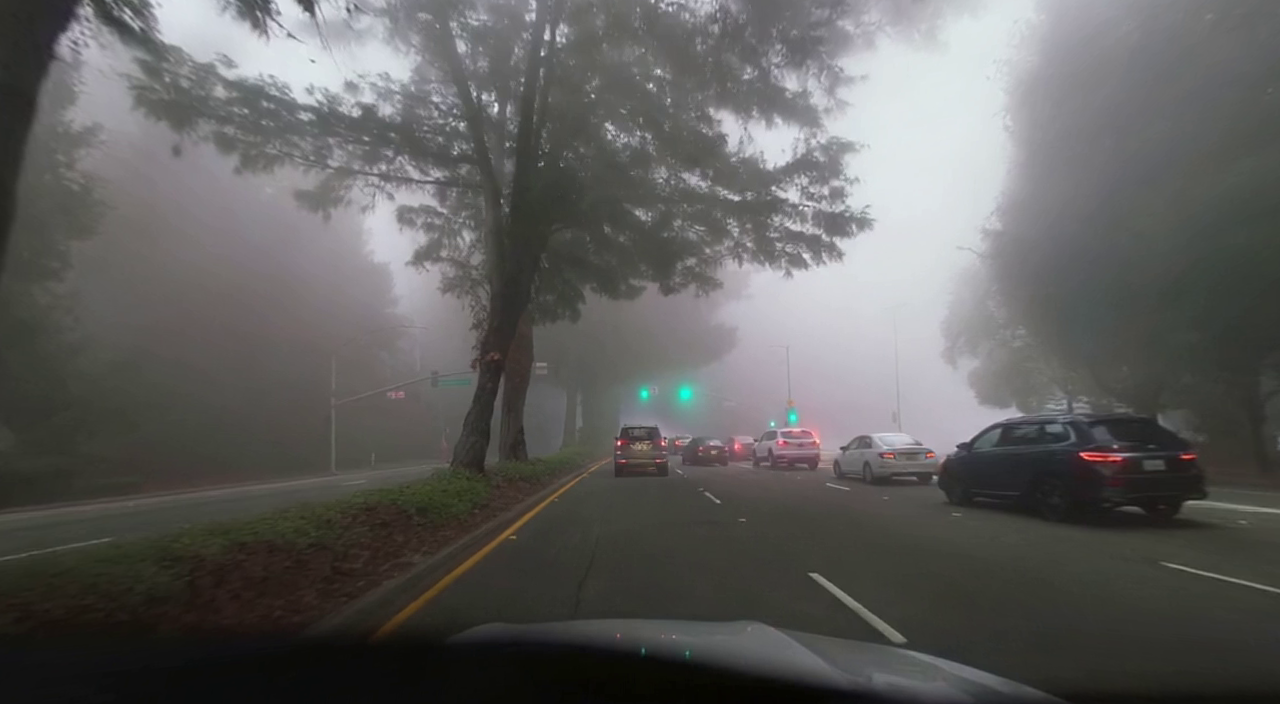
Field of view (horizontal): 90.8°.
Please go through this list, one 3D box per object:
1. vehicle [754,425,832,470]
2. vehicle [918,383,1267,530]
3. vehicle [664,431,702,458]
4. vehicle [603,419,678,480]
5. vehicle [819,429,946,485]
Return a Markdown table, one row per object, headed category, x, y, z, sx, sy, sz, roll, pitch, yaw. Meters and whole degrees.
| category | x | y | z | sx | sy | sz | roll | pitch | yaw |
| --- | --- | --- | --- | --- | --- | --- | --- | --- | --- |
| vehicle | 6.987 | 4.447 | 29.521 | 2.251 | 1.873 | 5.346 | 0 | -9 | 0 |
| vehicle | 7.064 | 1.742 | 10.835 | 2.226 | 1.913 | 4.901 | 0 | -9 | -1 |
| vehicle | 3.074 | 6.781 | 46.258 | 2.388 | 1.833 | 4.506 | 0 | -9 | -1 |
| vehicle | -0.004 | 3.387 | 21.975 | 2.353 | 1.894 | 4.122 | 0 | -9 | 0 |
| vehicle | 7.311 | 3.233 | 19.696 | 2.004 | 1.504 | 4.836 | 0 | -9 | -1 |
